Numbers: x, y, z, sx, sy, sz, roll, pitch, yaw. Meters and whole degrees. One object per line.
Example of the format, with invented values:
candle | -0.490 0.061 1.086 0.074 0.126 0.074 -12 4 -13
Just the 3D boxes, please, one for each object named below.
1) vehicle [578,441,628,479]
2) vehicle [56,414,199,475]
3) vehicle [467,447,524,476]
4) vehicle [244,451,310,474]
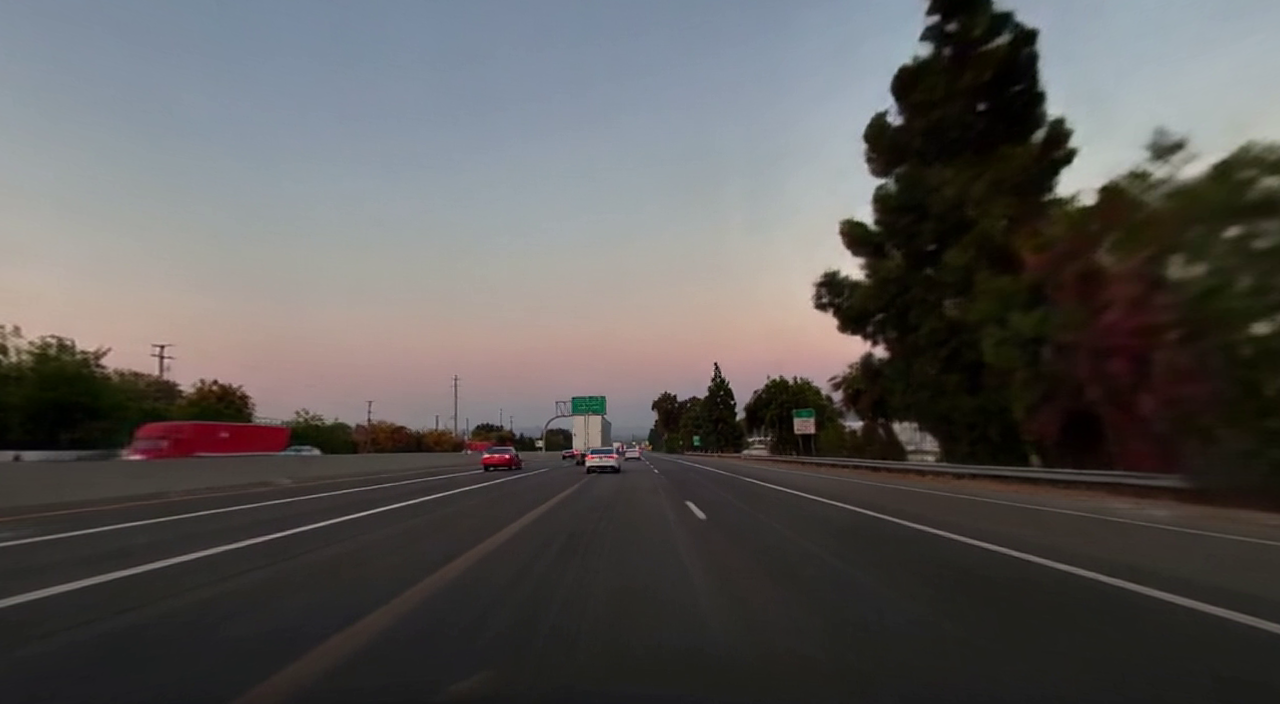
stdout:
vehicle | -1.656 5.049 29.805 2.033 1.669 4.112 0 -9 1
vehicle | -35.248 6.455 44.012 2.998 3.834 8.114 0 -9 0
vehicle | -7.761 5.890 34.283 2.026 1.477 4.467 0 -9 0
vehicle | -23.545 7.167 41.133 1.813 1.411 4.115 0 -9 0
